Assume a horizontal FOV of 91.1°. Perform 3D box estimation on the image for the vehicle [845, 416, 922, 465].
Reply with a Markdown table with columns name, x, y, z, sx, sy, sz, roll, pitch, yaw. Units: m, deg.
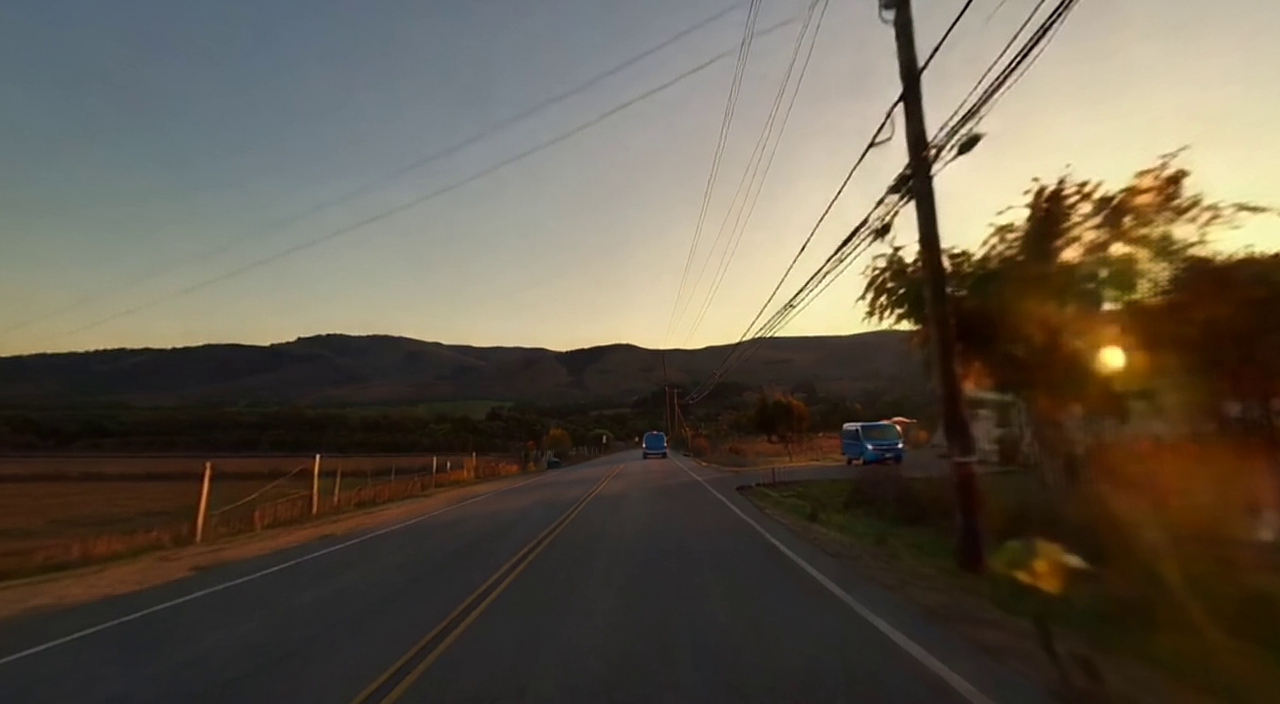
| name | x | y | z | sx | sy | sz | roll | pitch | yaw |
| --- | --- | --- | --- | --- | --- | --- | --- | --- | --- |
| vehicle | 10.968 | 4.018 | 28.704 | 2.077 | 1.919 | 4.690 | -5 | -8 | 7 |
